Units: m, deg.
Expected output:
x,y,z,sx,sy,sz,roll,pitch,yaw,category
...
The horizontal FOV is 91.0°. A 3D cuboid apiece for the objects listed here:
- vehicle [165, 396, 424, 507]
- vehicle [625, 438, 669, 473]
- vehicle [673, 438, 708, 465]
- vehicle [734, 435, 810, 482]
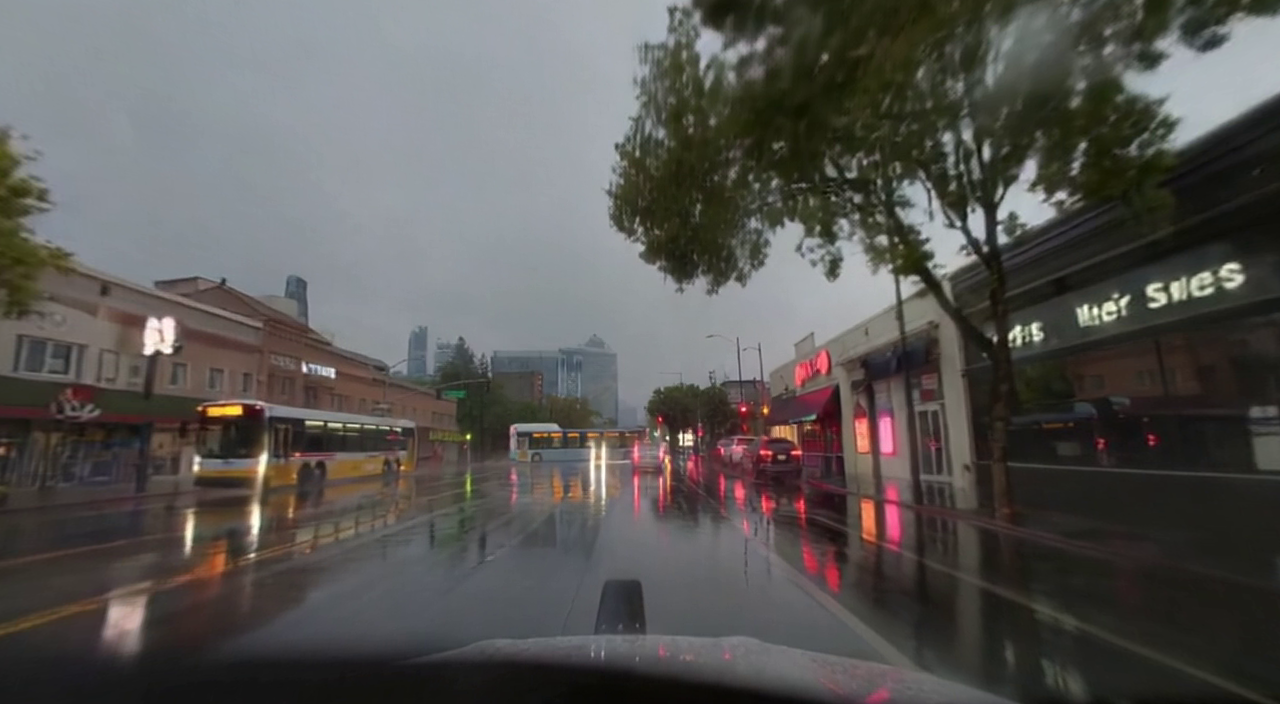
x,y,z,sx,sy,sz,roll,pitch,yaw,category
-12.682,3.956,25.515,3.356,3.365,12.460,0,-9,1,vehicle
0.283,5.383,32.950,2.089,1.699,4.650,0,-9,-2,vehicle
3.355,6.728,42.635,2.222,1.688,3.952,0,-9,3,vehicle
5.118,4.186,25.069,2.014,1.681,4.332,0,-9,-1,vehicle
